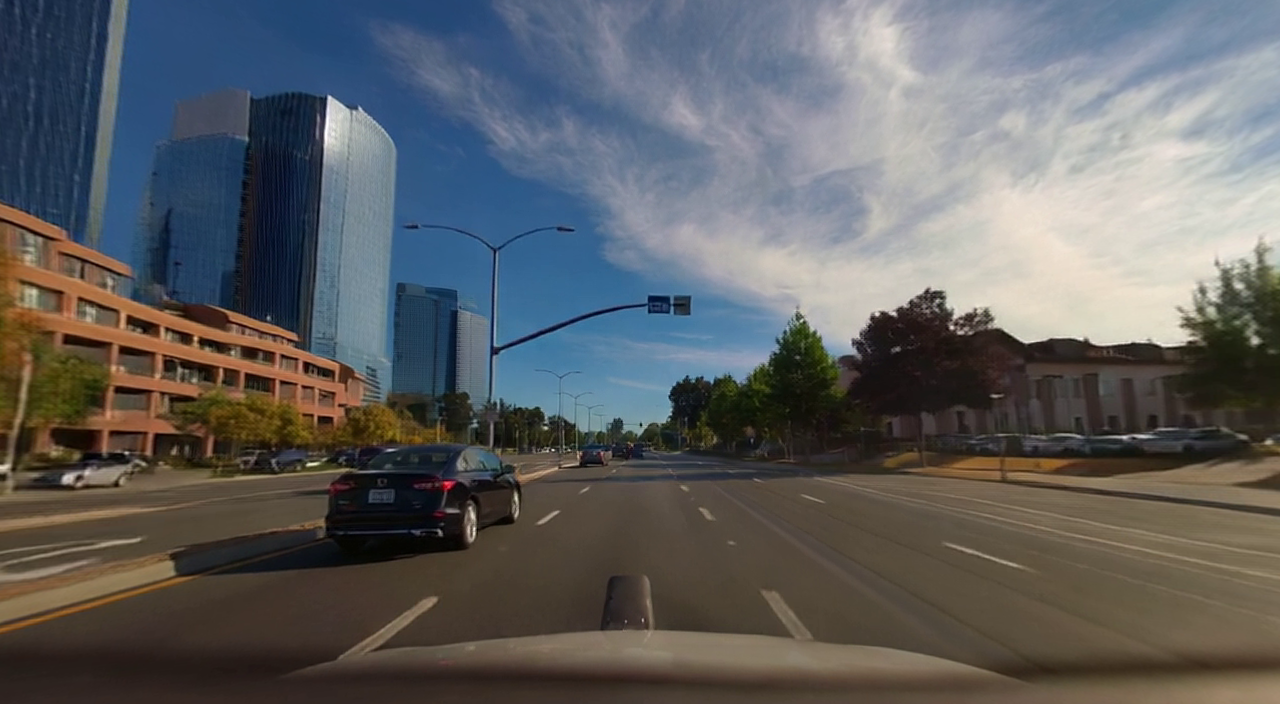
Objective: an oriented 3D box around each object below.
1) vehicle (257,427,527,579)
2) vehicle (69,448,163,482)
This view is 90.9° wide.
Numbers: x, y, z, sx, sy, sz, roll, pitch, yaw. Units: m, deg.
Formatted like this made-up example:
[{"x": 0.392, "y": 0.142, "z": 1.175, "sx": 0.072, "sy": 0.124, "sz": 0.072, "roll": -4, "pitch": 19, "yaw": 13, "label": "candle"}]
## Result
[{"x": -3.141, "y": 1.975, "z": 9.170, "sx": 2.009, "sy": 1.489, "sz": 4.543, "roll": -4, "pitch": -8, "yaw": 1, "label": "vehicle"}, {"x": -34.818, "y": 7.489, "z": 42.110, "sx": 2.199, "sy": 1.962, "sz": 5.038, "roll": -1, "pitch": -8, "yaw": -4, "label": "vehicle"}]
